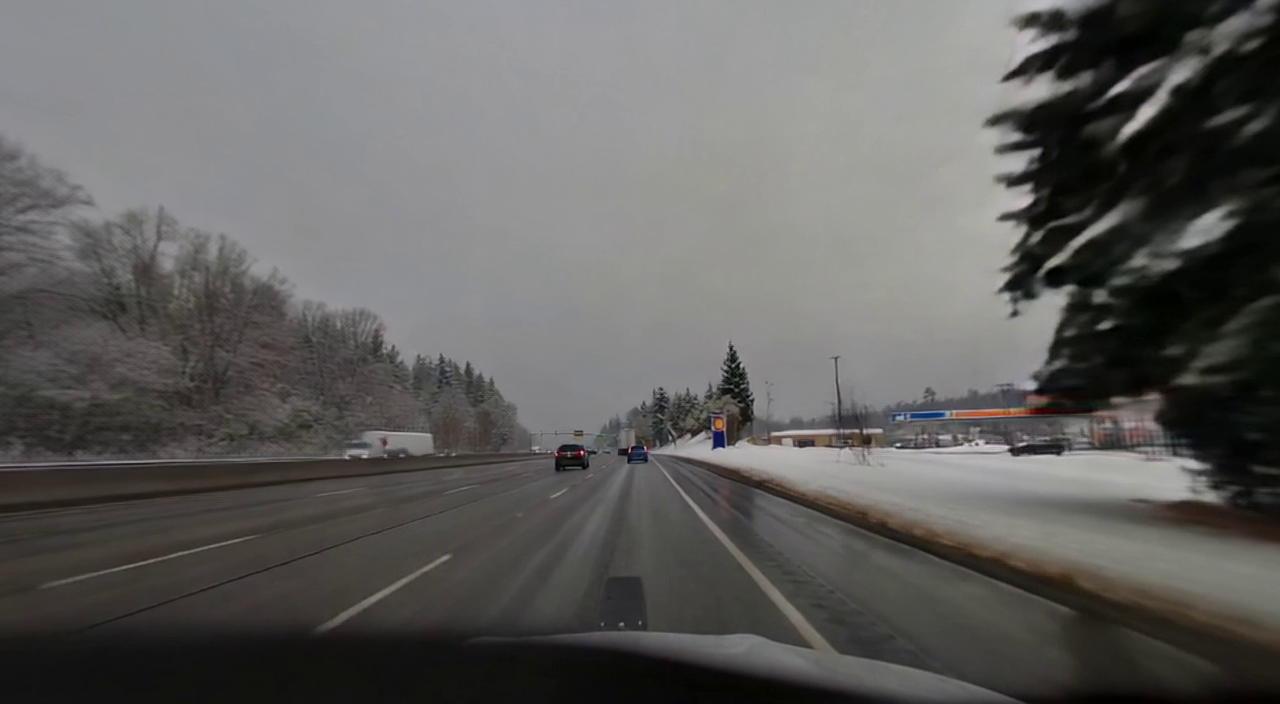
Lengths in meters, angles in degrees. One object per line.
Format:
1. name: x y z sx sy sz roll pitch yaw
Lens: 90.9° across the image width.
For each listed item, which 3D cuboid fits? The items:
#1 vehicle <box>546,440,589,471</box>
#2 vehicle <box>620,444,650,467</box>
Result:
1. vehicle: -4.618 6.706 41.010 2.273 1.884 4.515 0 -8 0
2. vehicle: -0.375 7.244 44.223 1.982 1.524 3.800 0 -8 -2
